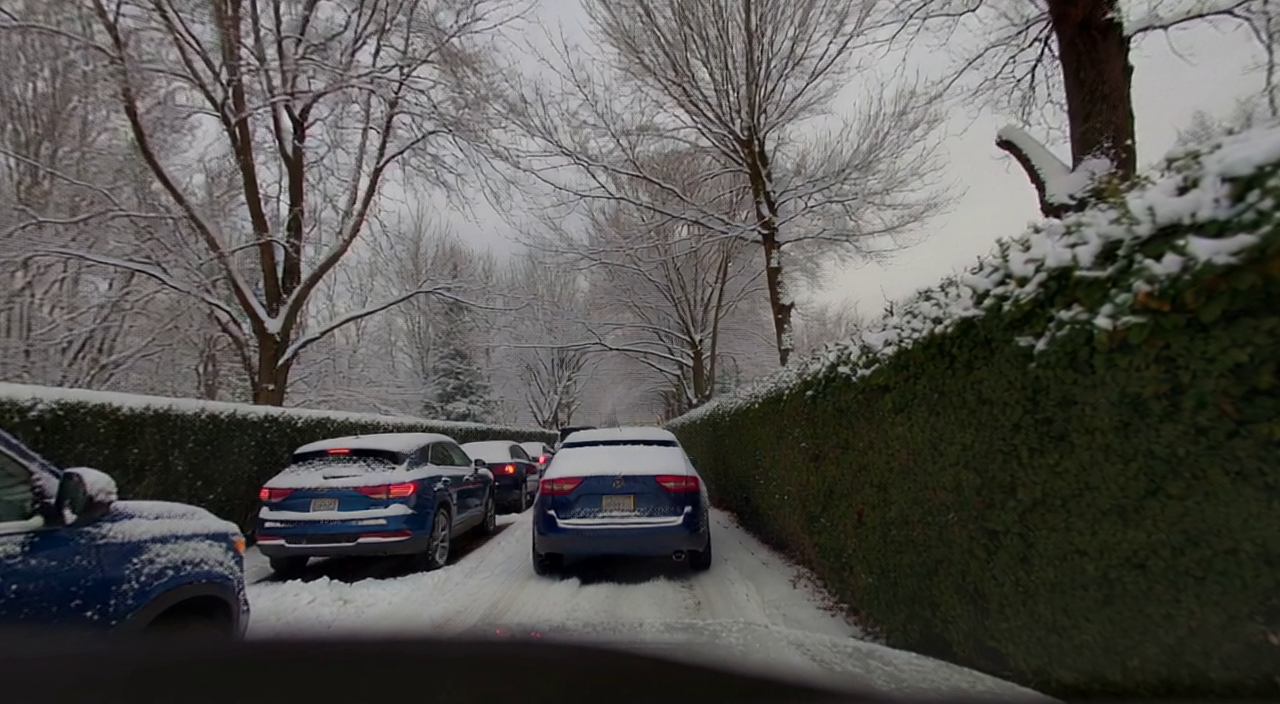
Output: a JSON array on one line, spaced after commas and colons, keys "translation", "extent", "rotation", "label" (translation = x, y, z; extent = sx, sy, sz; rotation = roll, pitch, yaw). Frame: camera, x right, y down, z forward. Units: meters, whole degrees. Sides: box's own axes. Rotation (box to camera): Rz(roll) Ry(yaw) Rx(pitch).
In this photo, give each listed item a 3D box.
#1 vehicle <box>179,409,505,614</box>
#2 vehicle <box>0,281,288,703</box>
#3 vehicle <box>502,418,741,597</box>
[{"translation": [-3.407, 1.861, 8.321], "extent": [2.256, 1.728, 4.421], "rotation": [-6, -8, -2], "label": "vehicle"}, {"translation": [-3.282, 0.676, 1.267], "extent": [2.205, 1.913, 5.327], "rotation": [-6, -8, -2], "label": "vehicle"}, {"translation": [-0.201, 1.721, 7.728], "extent": [2.154, 1.581, 4.007], "rotation": [0, -9, -1], "label": "vehicle"}]
